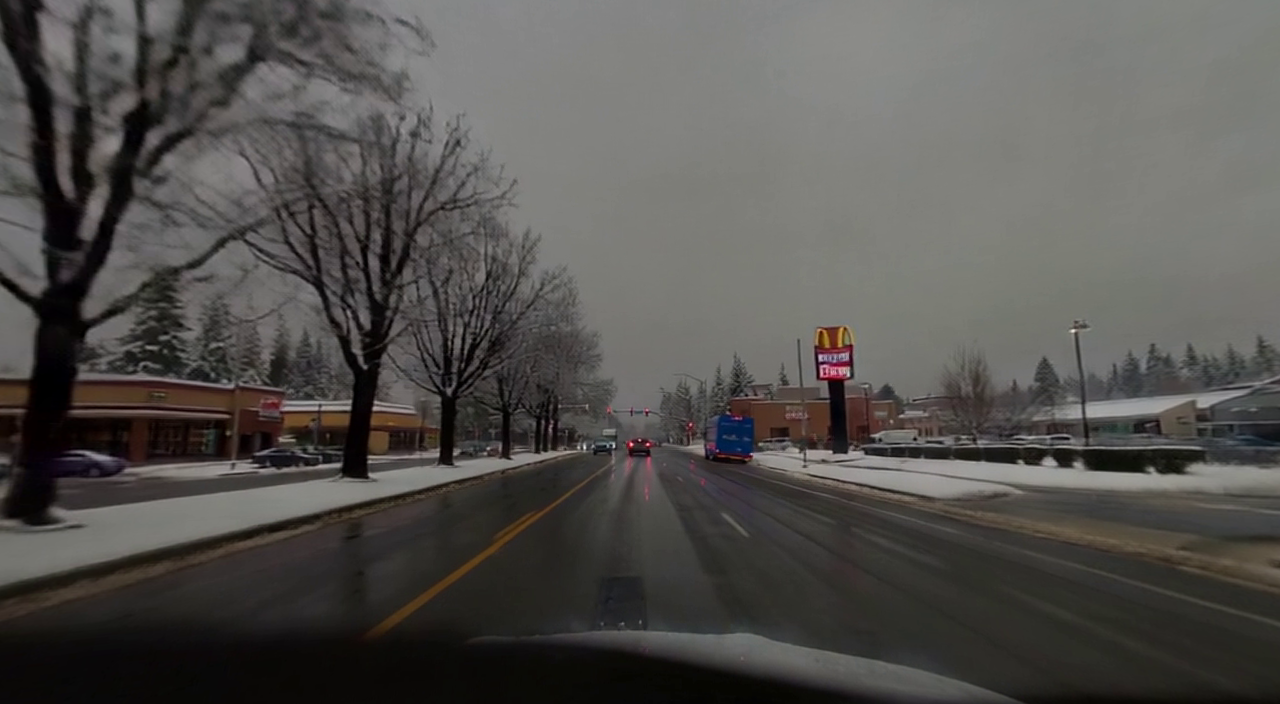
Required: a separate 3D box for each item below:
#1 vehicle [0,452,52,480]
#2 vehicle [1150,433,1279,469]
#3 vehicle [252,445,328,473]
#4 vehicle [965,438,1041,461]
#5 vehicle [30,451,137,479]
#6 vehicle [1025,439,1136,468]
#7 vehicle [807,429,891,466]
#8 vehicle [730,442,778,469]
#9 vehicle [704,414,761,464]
[{"bbox_3d":[-36.691,6.560,36.315,4.232,1.477,1.772,-2,-9,10],"label":"vehicle"},{"bbox_3d":[28.655,4.941,31.388,4.589,1.524,1.999,-6,-7,26],"label":"vehicle"},{"bbox_3d":[-22.926,6.996,41.567,1.936,1.654,4.857,-1,-8,4],"label":"vehicle"},{"bbox_3d":[25.884,6.997,45.147,4.545,1.571,1.769,-5,-9,25],"label":"vehicle"},{"bbox_3d":[-31.365,6.375,35.583,4.566,1.484,2.051,-2,-9,12],"label":"vehicle"},{"bbox_3d":[23.900,5.544,34.424,4.744,1.481,1.855,-6,-10,33],"label":"vehicle"},{"bbox_3d":[13.590,6.163,40.816,5.354,2.214,2.504,6,-11,-38],"label":"vehicle"},{"bbox_3d":[6.624,6.055,37.210,1.980,1.473,4.537,0,-8,0],"label":"vehicle"},{"bbox_3d":[6.658,6.445,46.483,2.891,3.361,7.843,0,-8,-1],"label":"vehicle"}]
